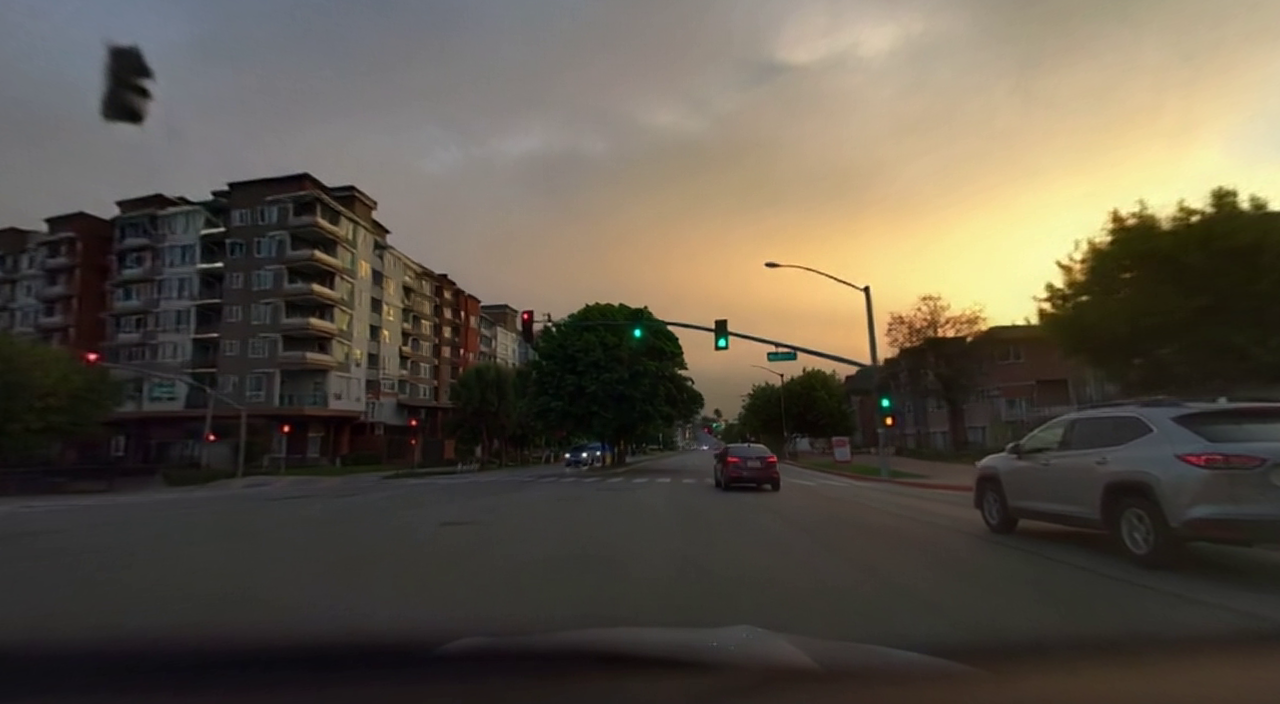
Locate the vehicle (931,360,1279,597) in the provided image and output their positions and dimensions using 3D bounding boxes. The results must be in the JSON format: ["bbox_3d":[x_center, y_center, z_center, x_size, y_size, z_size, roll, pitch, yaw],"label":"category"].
[{"bbox_3d":[6.432,1.512,8.315,2.427,2.017,5.763,0,-9,0],"label":"vehicle"}]

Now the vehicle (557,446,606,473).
[{"bbox_3d":[-3.475,6.471,38.280,2.032,1.484,4.437,-1,-9,7],"label":"vehicle"}]

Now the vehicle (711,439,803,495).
[{"bbox_3d":[3.446,3.482,19.472,2.003,1.480,4.494,0,-9,1],"label":"vehicle"}]
